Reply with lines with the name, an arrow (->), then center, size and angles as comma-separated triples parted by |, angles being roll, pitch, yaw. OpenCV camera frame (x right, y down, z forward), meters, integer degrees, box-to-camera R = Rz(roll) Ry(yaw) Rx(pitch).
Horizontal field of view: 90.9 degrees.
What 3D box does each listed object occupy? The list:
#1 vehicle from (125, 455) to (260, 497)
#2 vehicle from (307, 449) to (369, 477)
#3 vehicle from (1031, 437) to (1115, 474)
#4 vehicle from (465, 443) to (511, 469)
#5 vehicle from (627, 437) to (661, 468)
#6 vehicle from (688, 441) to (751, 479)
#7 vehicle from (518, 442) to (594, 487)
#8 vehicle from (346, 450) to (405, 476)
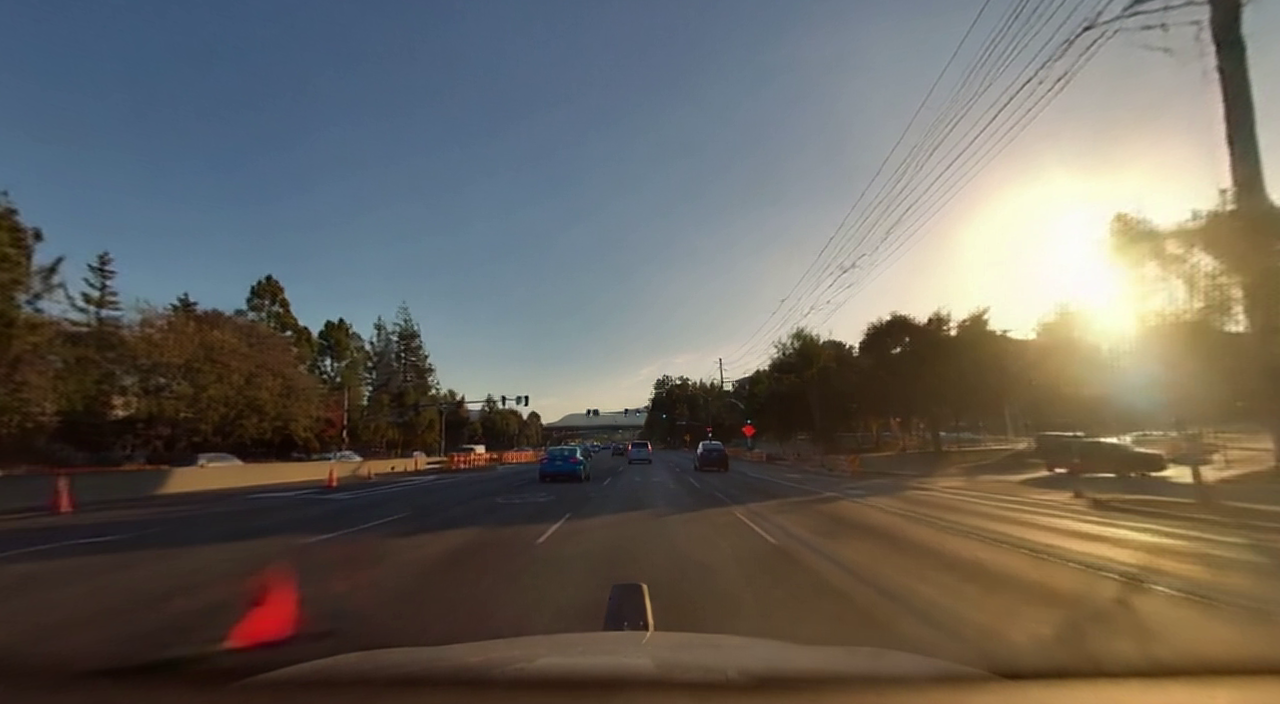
vehicle -> -17.566, 4.861, 25.100 | 1.924, 1.446, 4.625 | 0, -9, 1
vehicle -> -20.953, 7.684, 43.940 | 1.977, 1.760, 4.569 | 0, -9, 1
vehicle -> 19.273, 4.552, 27.961 | 4.677, 1.466, 1.928 | 8, -11, -42
vehicle -> -9.536, 6.518, 39.781 | 1.774, 1.535, 3.828 | 0, -9, 3
vehicle -> 0.251, 6.300, 39.672 | 2.060, 1.845, 4.151 | 0, -8, 1
vehicle -> 3.320, 4.630, 27.246 | 2.142, 1.475, 4.565 | 0, -9, 0
vehicle -> -2.978, 4.119, 23.532 | 2.087, 1.480, 4.825 | 0, -9, 1
vehicle -> -17.315, 7.266, 41.512 | 1.813, 1.513, 4.457 | 0, -9, 2
